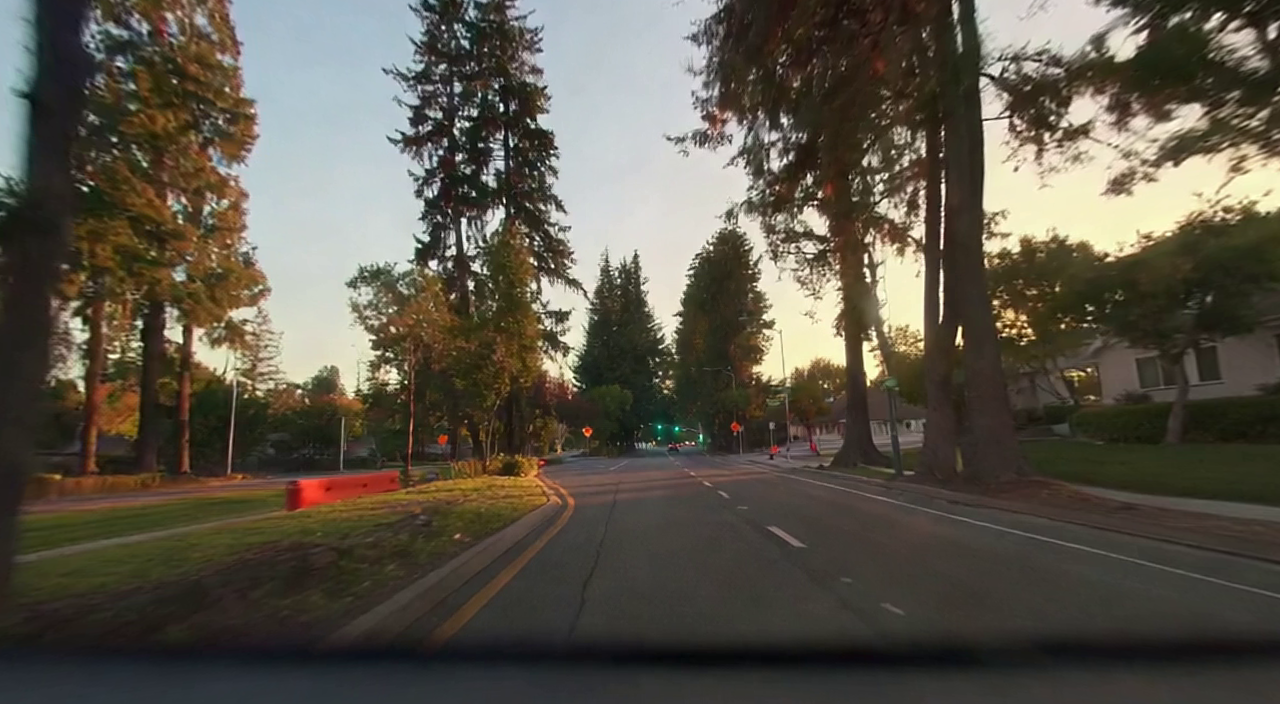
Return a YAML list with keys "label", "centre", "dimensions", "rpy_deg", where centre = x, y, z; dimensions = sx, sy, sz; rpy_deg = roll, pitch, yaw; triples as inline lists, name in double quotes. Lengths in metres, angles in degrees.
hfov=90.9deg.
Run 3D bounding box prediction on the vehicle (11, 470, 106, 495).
- label: "vehicle"
  centre: [-39.567, 8.850, 43.042]
  dimensions: [1.896, 1.408, 4.446]
  rpy_deg: [0, -9, 7]
